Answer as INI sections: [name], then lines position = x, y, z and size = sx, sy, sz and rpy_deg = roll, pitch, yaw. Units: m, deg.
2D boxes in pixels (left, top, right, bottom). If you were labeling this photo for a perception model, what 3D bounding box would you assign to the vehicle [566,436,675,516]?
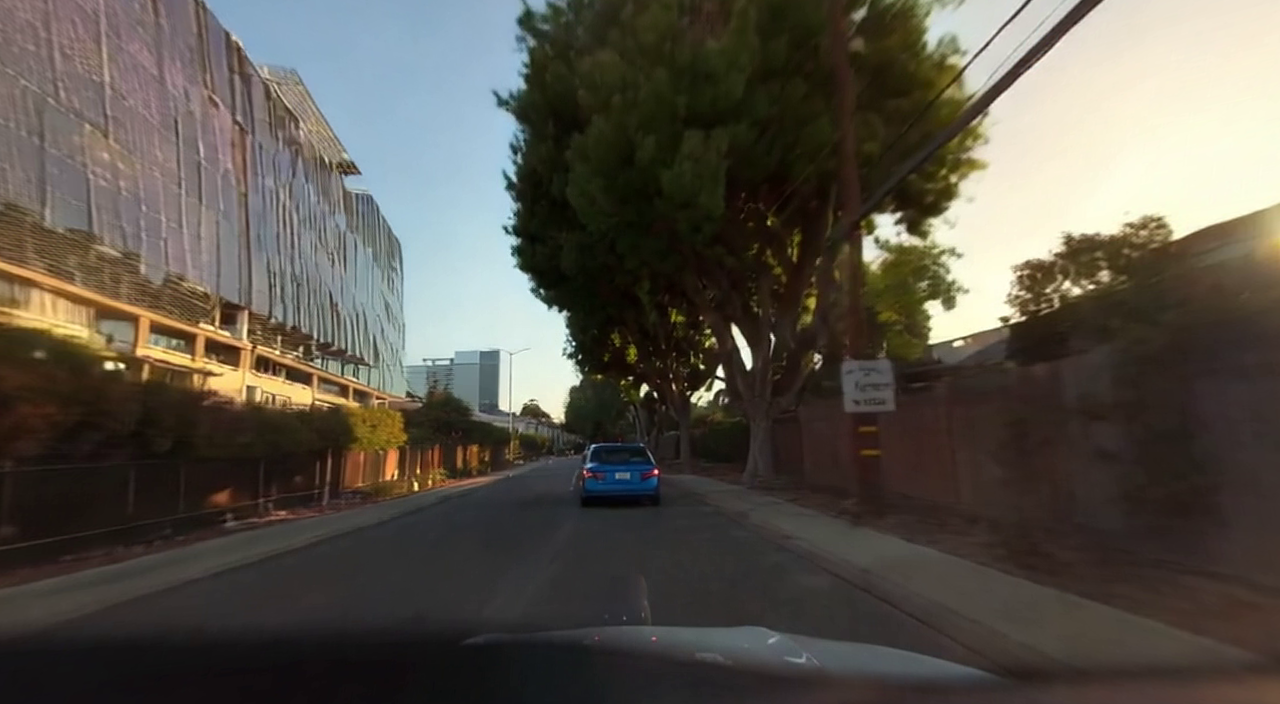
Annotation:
[vehicle]
position = -0.446, 2.624, 13.929
size = 2.060, 1.487, 3.920
rpy_deg = 0, -8, -2
